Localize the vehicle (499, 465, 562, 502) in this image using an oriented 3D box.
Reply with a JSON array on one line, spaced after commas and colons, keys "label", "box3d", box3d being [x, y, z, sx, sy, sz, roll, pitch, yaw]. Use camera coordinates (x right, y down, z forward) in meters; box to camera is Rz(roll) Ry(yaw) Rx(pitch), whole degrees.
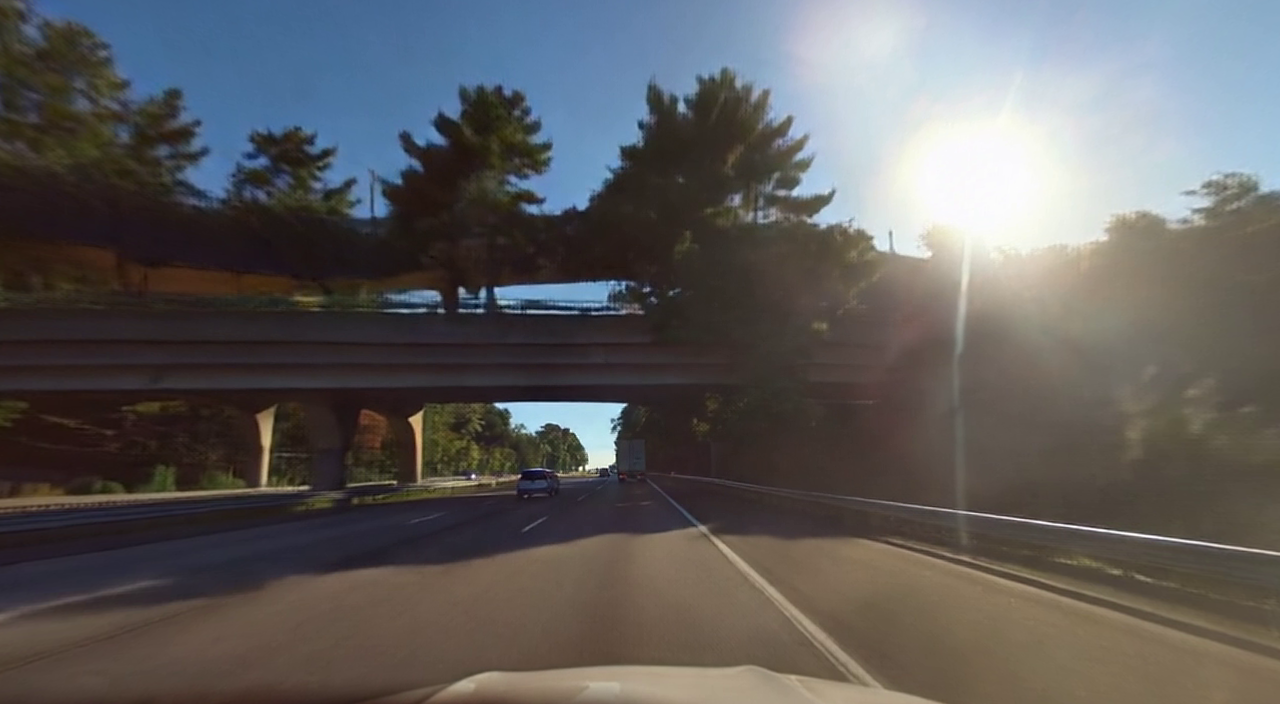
[{"label": "vehicle", "box3d": [-4.804, 5.862, 28.330, 1.950, 1.460, 4.812, 1, -11, 0]}]
